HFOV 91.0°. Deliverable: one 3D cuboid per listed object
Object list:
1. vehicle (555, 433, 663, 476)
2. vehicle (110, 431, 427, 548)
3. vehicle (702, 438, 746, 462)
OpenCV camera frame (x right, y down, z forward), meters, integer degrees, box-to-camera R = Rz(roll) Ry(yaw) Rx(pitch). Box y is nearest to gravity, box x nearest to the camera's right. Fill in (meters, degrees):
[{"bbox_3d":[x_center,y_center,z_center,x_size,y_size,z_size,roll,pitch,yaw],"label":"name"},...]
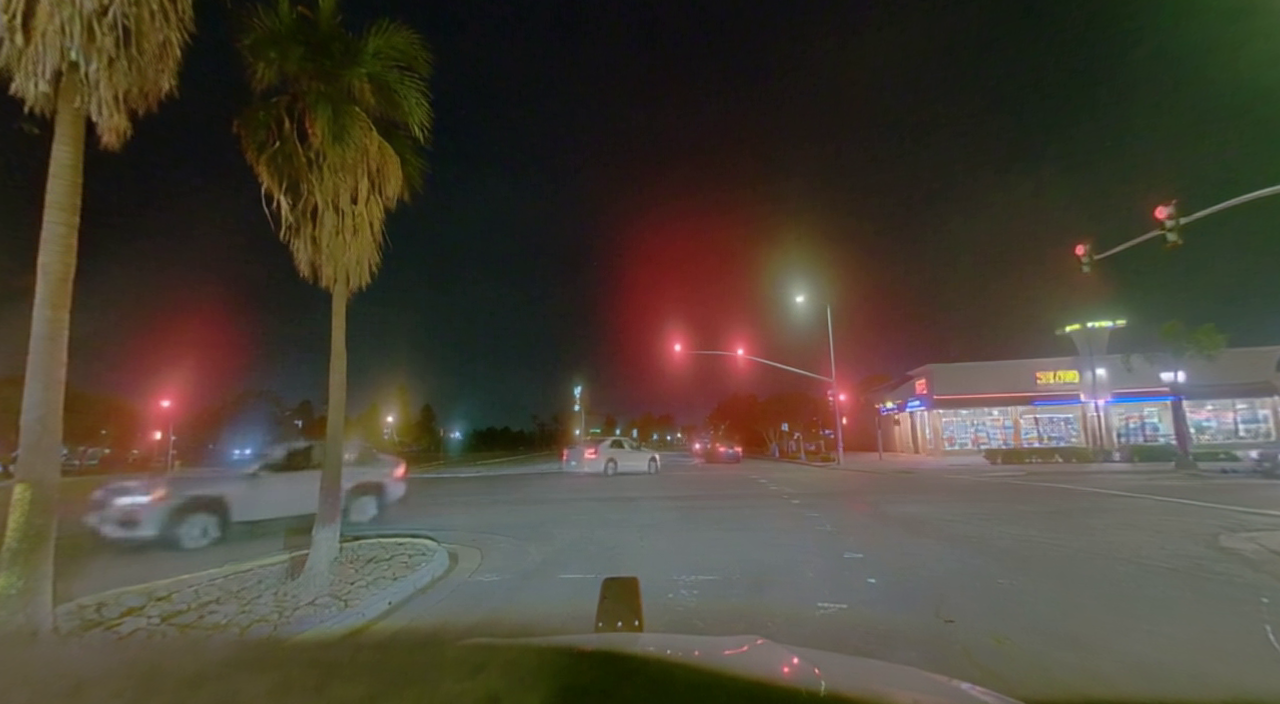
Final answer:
[{"bbox_3d":[-1.206,4.303,26.637,1.999,1.653,4.603,-7,-11,39],"label":"vehicle"},{"bbox_3d":[-5.871,2.121,10.424,1.828,1.512,4.035,-6,-11,37],"label":"vehicle"},{"bbox_3d":[5.734,6.763,43.420,1.890,1.572,3.826,2,-9,-11],"label":"vehicle"}]
